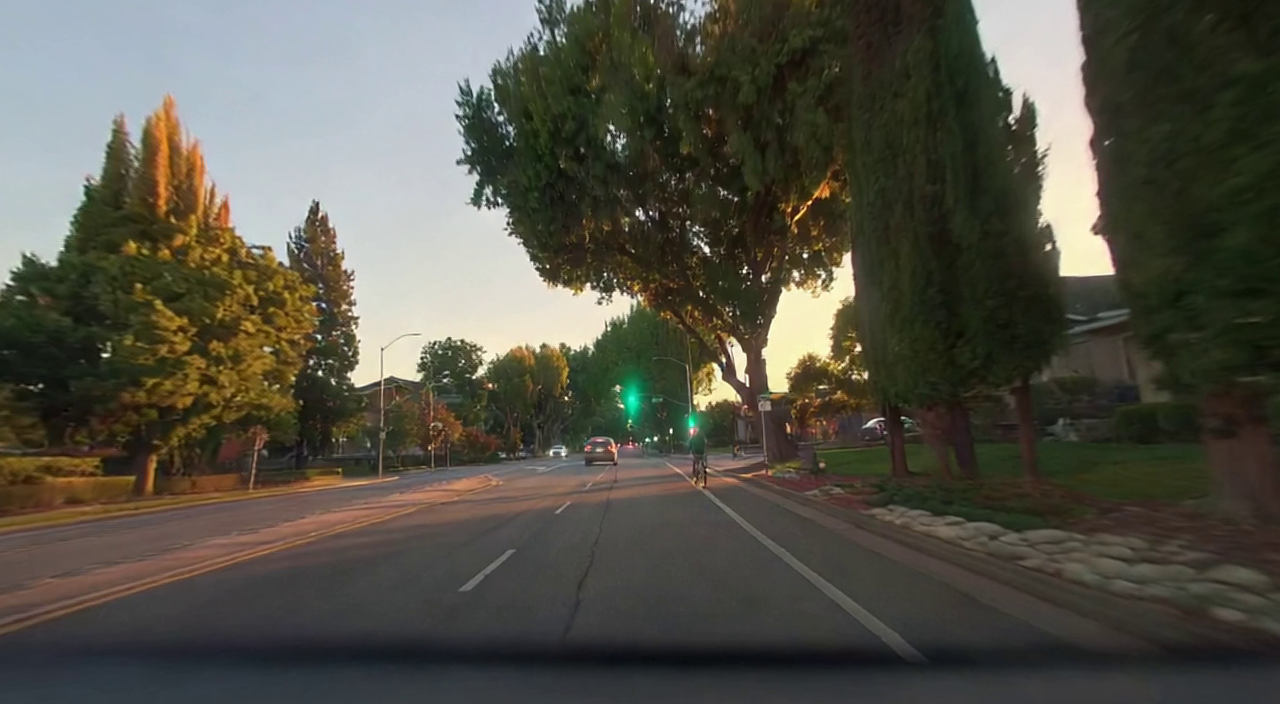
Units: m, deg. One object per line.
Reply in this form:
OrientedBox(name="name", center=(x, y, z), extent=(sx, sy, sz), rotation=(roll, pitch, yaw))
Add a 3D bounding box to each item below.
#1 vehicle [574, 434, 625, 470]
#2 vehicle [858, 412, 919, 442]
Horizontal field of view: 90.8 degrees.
OrientedBox(name="vehicle", center=(-2.102, 5.320, 33.799), extent=(2.215, 1.799, 4.426), rotation=(-1, -8, 3))
OrientedBox(name="vehicle", center=(15.273, 4.694, 39.120), extent=(1.982, 1.705, 4.677), rotation=(-1, -9, 2))
